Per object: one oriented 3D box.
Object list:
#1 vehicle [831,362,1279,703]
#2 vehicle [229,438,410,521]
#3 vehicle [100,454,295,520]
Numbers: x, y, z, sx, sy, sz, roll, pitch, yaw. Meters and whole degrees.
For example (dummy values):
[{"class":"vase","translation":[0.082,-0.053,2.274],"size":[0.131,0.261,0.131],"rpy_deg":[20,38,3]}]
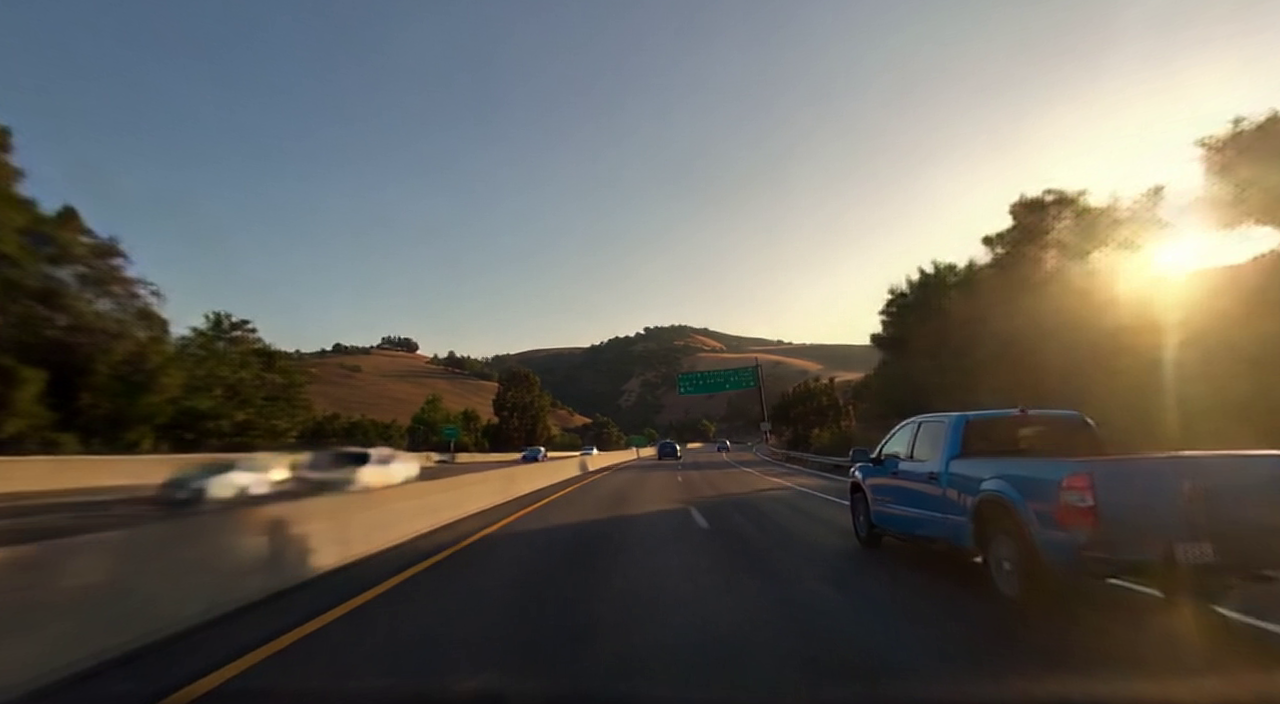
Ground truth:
[{"class":"vehicle","translation":[3.553,1.268,5.656],"size":[2.151,1.744,4.709],"rpy_deg":[0,-9,-1]},{"class":"vehicle","translation":[-7.872,3.143,16.169],"size":[2.041,1.776,4.570],"rpy_deg":[-1,-9,3]},{"class":"vehicle","translation":[-11.531,3.511,16.969],"size":[1.879,1.455,4.538],"rpy_deg":[0,-9,1]}]
